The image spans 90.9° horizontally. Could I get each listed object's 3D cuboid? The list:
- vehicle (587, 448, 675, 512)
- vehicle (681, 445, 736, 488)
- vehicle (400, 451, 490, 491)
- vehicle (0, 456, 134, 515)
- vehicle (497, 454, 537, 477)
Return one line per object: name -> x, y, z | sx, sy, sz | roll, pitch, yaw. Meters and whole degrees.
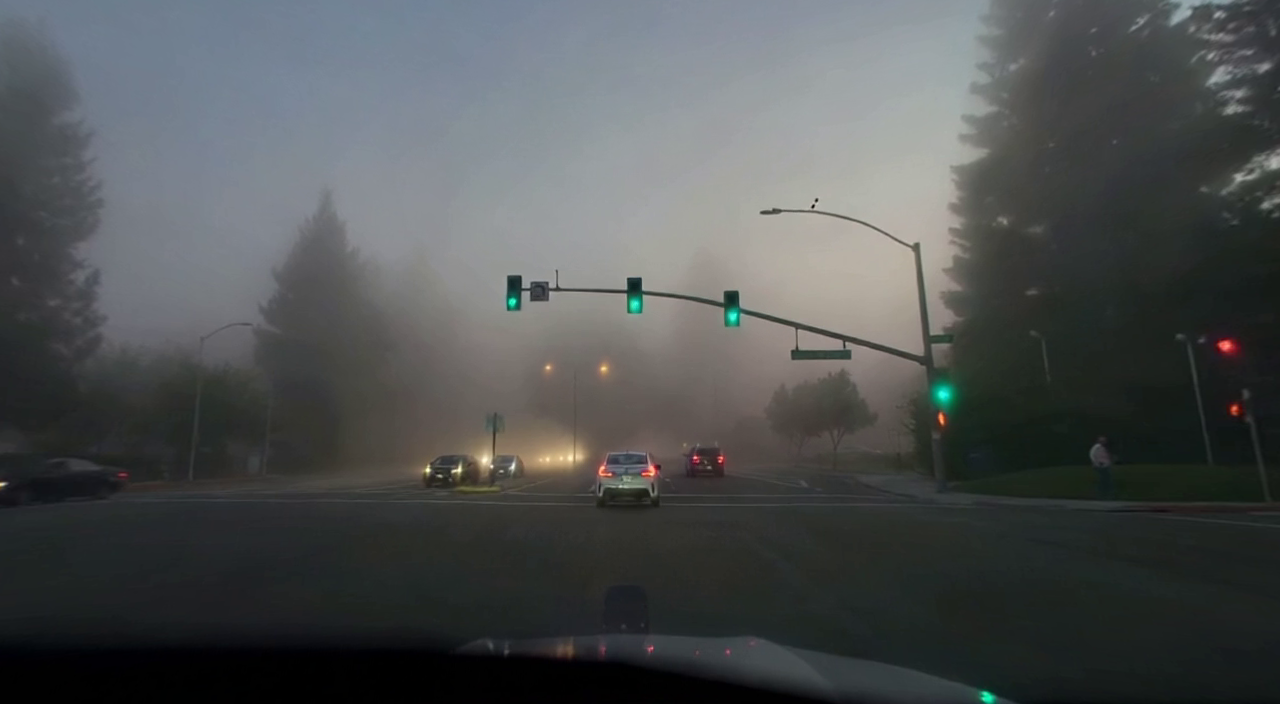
vehicle -> -0.203, 3.433, 17.428 | 2.140, 1.474, 4.026 | 0, -8, 1
vehicle -> 3.135, 5.335, 29.861 | 2.073, 1.822, 4.276 | 0, -8, -1
vehicle -> -8.153, 5.026, 26.891 | 2.121, 1.513, 4.832 | 0, -9, 2
vehicle -> -18.238, 3.952, 19.074 | 1.902, 1.475, 4.731 | 0, -8, 0
vehicle -> -8.751, 8.089, 45.254 | 2.035, 1.463, 4.527 | 0, -8, 0
